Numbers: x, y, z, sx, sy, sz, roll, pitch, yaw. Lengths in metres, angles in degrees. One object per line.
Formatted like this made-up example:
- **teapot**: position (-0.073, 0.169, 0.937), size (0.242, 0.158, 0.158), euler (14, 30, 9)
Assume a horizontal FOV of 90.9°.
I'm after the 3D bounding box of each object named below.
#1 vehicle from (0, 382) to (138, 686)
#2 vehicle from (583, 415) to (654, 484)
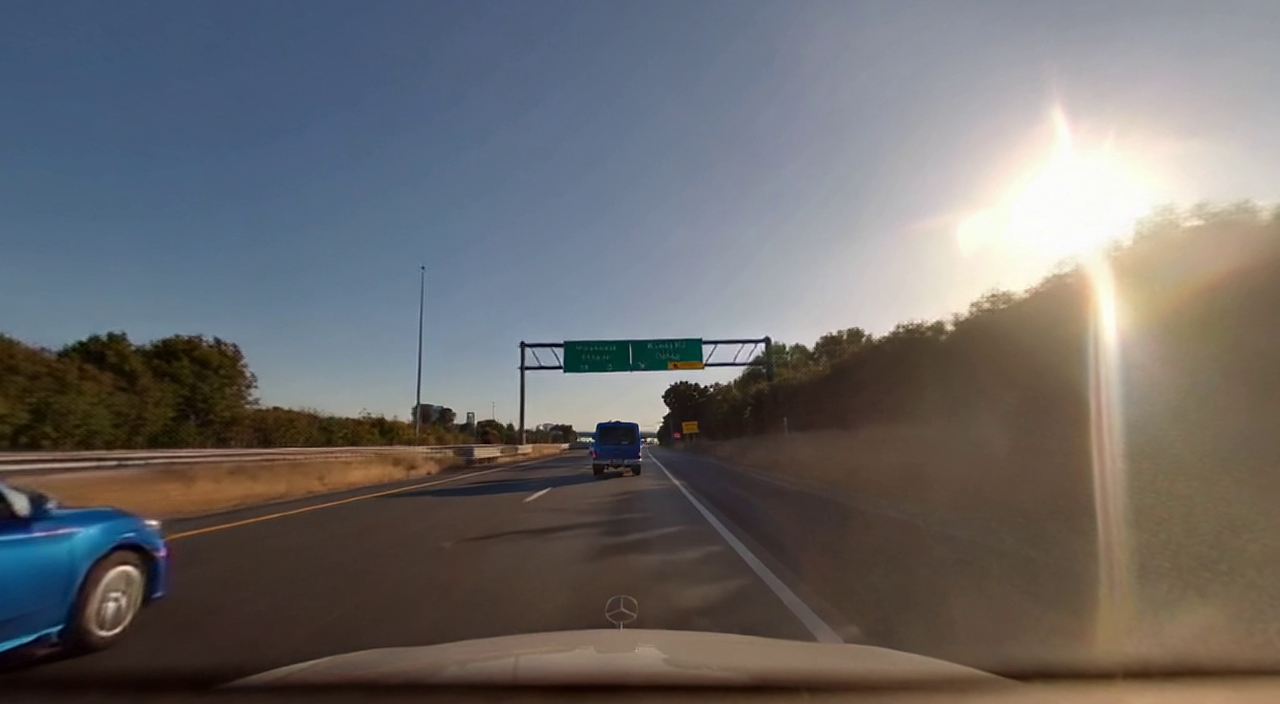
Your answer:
- **vehicle**: position (-4.628, 0.815, 2.184), size (2.198, 1.666, 4.311), euler (1, -8, -1)
- **vehicle**: position (-0.716, 3.448, 22.520), size (2.248, 2.154, 4.892), euler (1, -8, -1)
